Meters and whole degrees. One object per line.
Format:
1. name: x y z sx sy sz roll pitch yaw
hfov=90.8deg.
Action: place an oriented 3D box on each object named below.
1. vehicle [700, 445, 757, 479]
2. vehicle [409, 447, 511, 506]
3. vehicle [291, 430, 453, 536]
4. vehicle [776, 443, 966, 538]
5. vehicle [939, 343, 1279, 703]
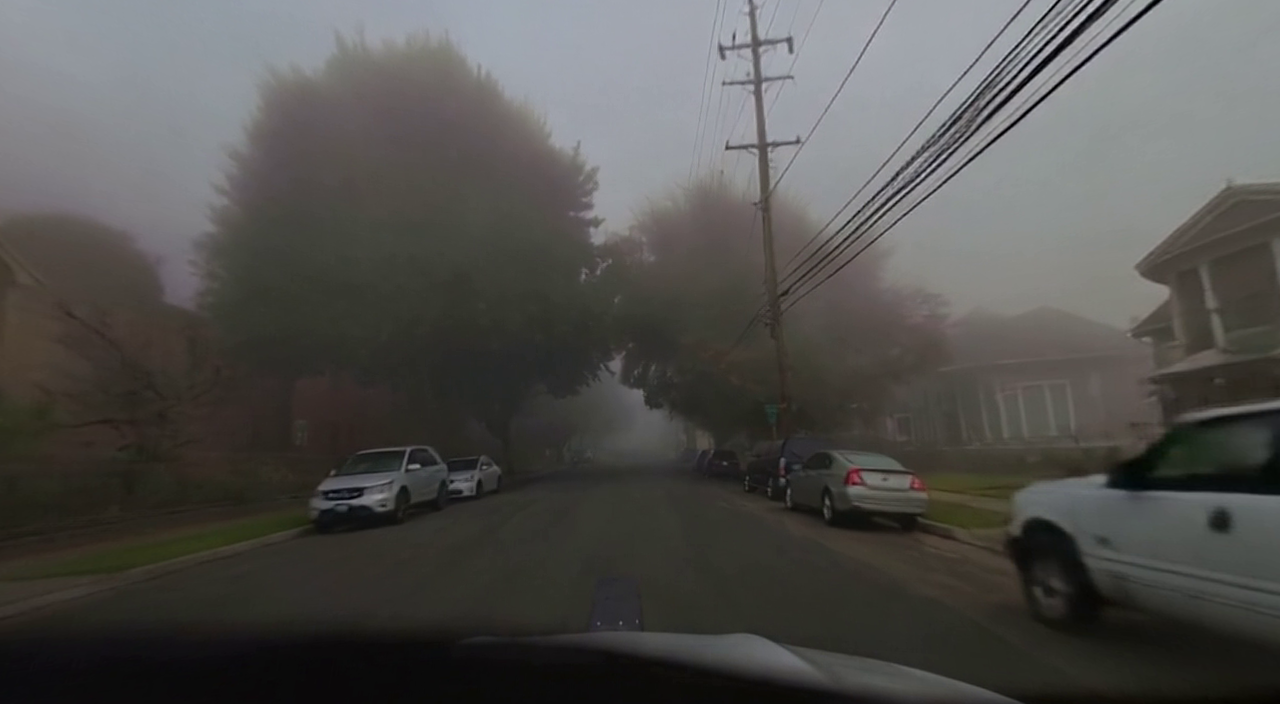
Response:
1. vehicle: 4.136 5.201 30.154 1.930 1.470 4.738 0 -9 -1
2. vehicle: -5.698 3.952 20.637 1.991 1.464 4.763 -3 -7 0
3. vehicle: -5.716 2.764 14.176 2.046 1.825 4.627 -2 -7 -6
4. vehicle: 3.966 2.430 11.811 1.804 1.422 4.497 0 -9 -1
5. vehicle: 4.129 0.939 3.270 2.279 1.848 5.577 0 -9 -2
